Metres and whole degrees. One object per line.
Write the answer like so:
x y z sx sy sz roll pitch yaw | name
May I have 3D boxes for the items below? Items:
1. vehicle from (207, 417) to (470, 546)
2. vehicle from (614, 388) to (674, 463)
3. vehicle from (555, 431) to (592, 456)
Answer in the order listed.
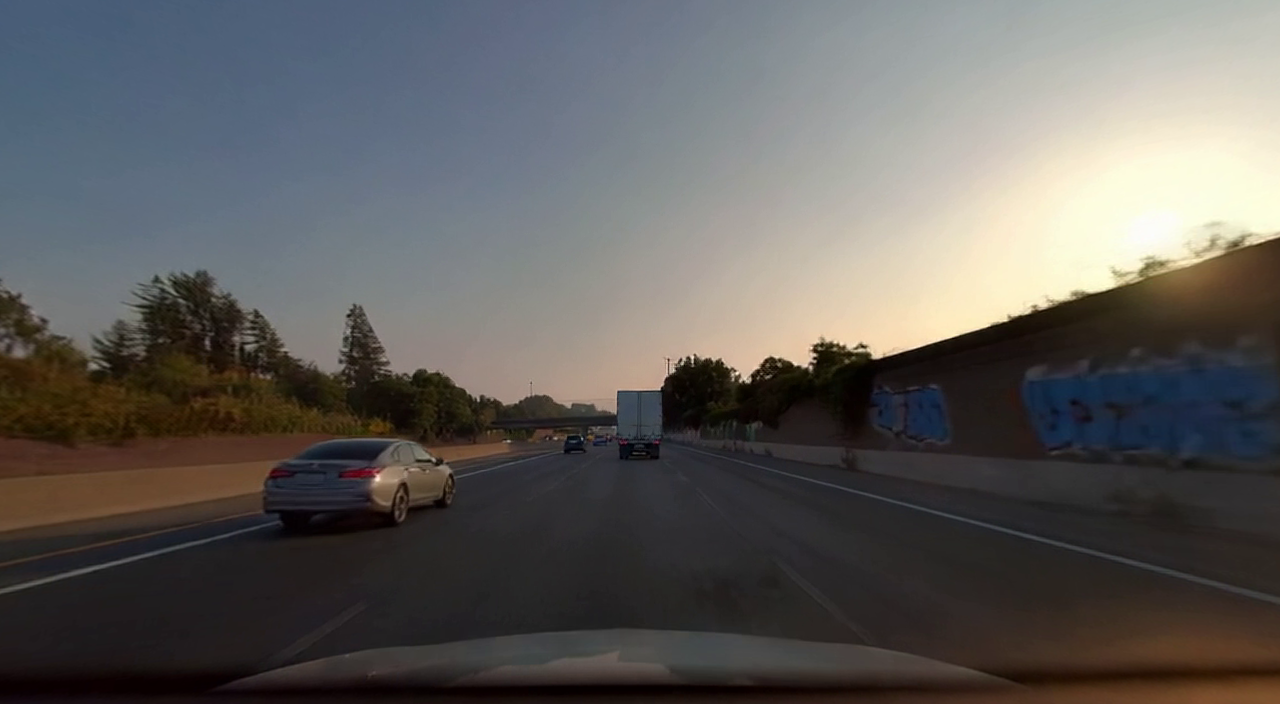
-4.231 1.861 9.867 1.948 1.526 4.525 0 -8 -1 | vehicle
0.030 4.206 35.478 2.927 3.649 9.443 0 -8 -2 | vehicle
-4.491 6.257 43.235 2.058 1.645 4.130 0 -8 0 | vehicle
